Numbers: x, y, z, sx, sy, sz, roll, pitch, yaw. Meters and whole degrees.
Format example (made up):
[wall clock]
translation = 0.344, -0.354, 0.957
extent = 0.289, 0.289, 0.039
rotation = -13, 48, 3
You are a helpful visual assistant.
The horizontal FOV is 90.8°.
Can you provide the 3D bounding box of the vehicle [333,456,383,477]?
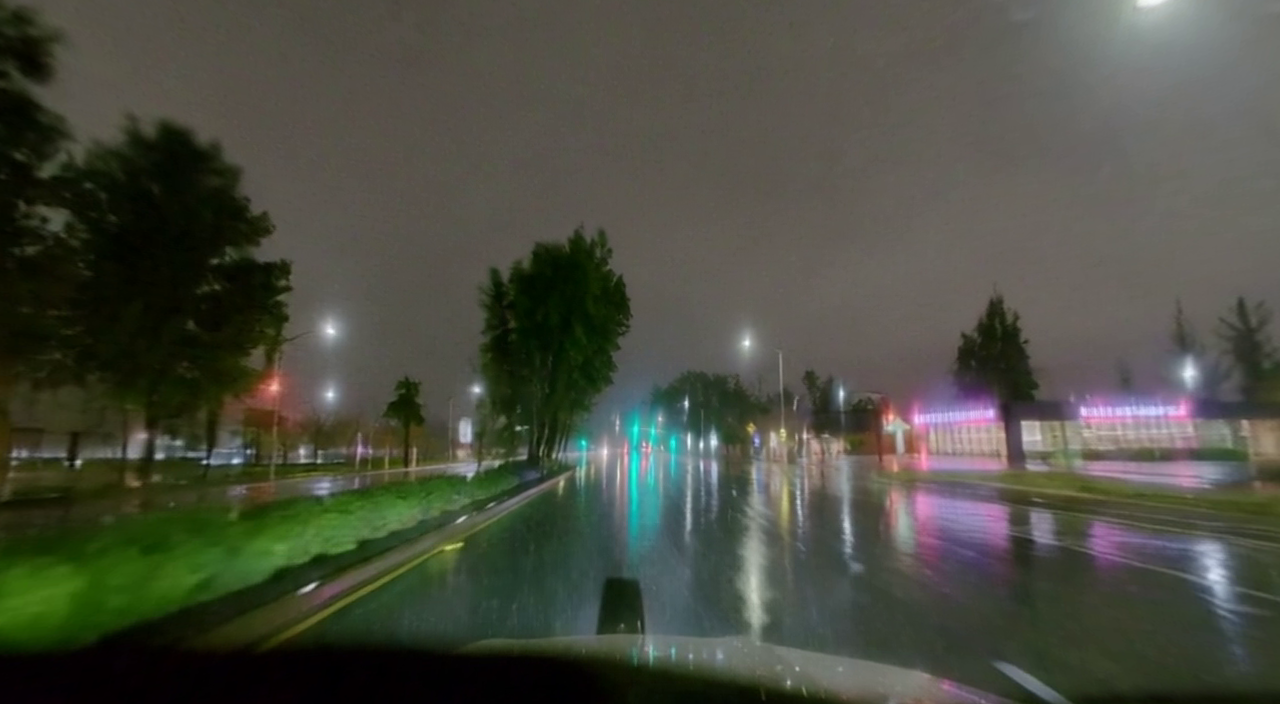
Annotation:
[vehicle]
translation = -20.787, 8.459, 46.757
extent = 1.904, 1.412, 3.929
rotation = 0, -9, 0
